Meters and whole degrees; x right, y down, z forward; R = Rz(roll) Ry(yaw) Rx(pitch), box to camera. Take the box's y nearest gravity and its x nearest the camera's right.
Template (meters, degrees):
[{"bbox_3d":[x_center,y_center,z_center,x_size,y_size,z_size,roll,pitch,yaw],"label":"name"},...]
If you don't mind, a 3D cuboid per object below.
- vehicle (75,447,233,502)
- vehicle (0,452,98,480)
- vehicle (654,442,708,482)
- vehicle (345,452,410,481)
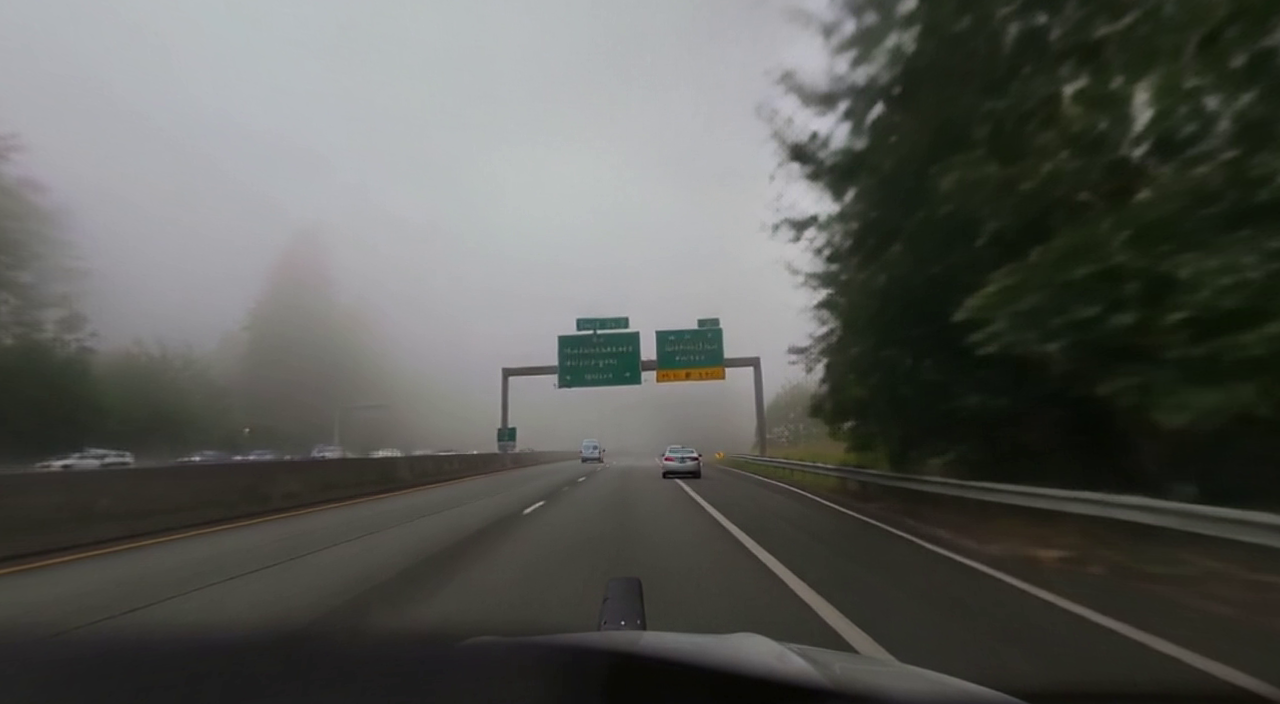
[{"bbox_3d":[-16.443,4.128,21.686,1.949,1.656,4.285,0,-9,0],"label":"vehicle"},{"bbox_3d":[-33.464,6.430,35.678,1.849,1.454,4.253,0,-9,-3],"label":"vehicle"},{"bbox_3d":[1.568,4.352,25.168,1.960,1.456,3.818,0,-9,1],"label":"vehicle"},{"bbox_3d":[-13.752,5.994,33.285,1.824,1.440,3.956,0,-9,-1],"label":"vehicle"}]
